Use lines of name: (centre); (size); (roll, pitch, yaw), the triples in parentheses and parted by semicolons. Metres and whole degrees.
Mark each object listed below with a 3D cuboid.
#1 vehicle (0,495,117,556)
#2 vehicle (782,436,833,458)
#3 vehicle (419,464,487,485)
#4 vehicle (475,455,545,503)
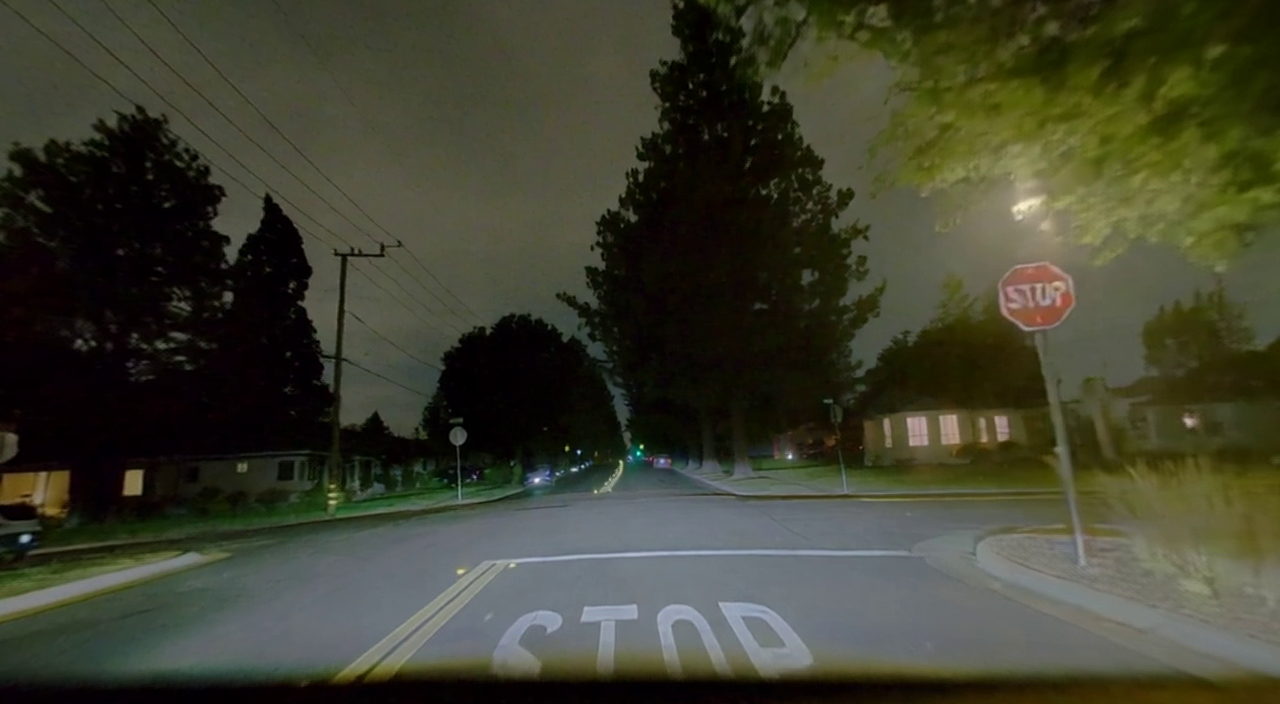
vehicle: (-23.551, 6.628, 24.396); (5.429, 1.919, 2.159); (-3, -9, 14)
vehicle: (12.415, 7.085, 46.919); (3.563, 1.551, 1.916); (-2, -8, 12)
vehicle: (-14.099, 9.240, 47.677); (4.601, 1.486, 1.876); (-3, -9, 13)
vehicle: (-6.166, 6.028, 30.473); (2.149, 1.823, 4.613); (-7, -9, 1)
